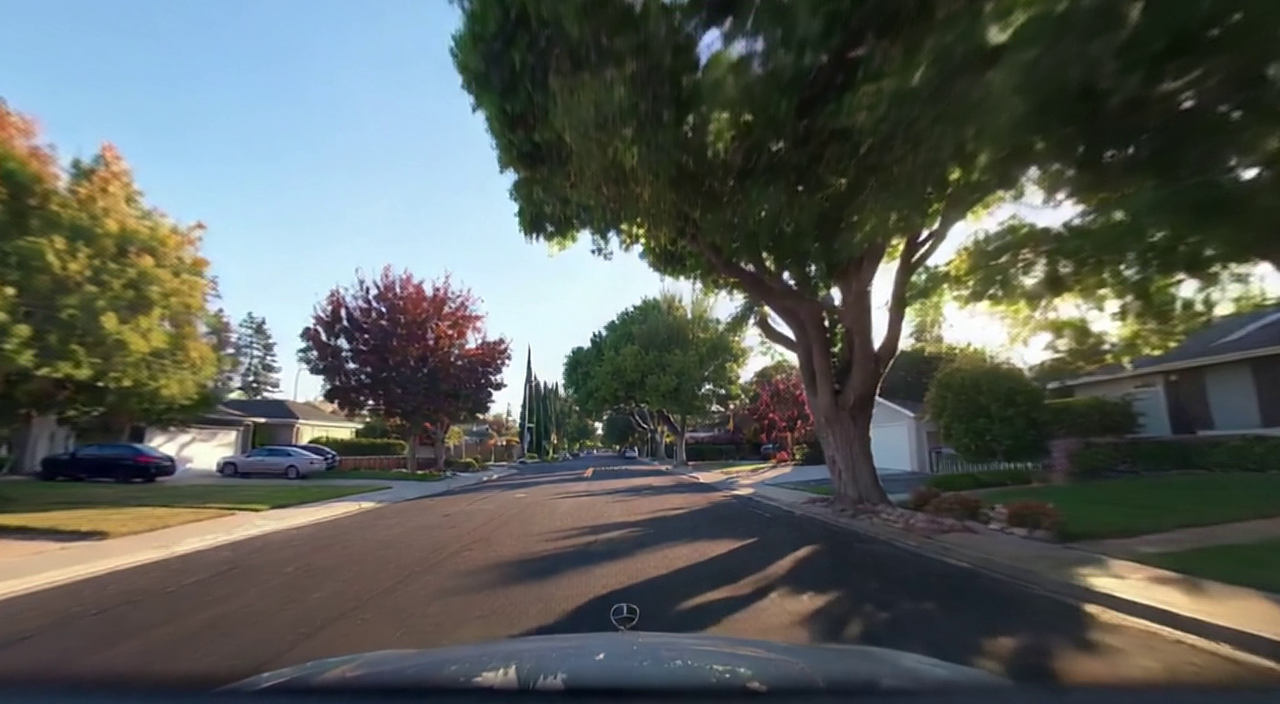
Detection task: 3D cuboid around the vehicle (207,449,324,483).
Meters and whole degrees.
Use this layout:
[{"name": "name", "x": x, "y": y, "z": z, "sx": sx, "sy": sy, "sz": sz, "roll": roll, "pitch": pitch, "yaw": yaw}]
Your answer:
[{"name": "vehicle", "x": -17.930, "y": 5.472, "z": 30.433, "sx": 4.307, "sy": 1.508, "sz": 2.072, "roll": 0, "pitch": -9, "yaw": -2}]

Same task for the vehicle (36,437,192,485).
[{"name": "vehicle", "x": -21.329, "y": 4.439, "z": 25.806, "sx": 4.359, "sy": 1.789, "sz": 2.123, "roll": 0, "pitch": -9, "yaw": -3}]
